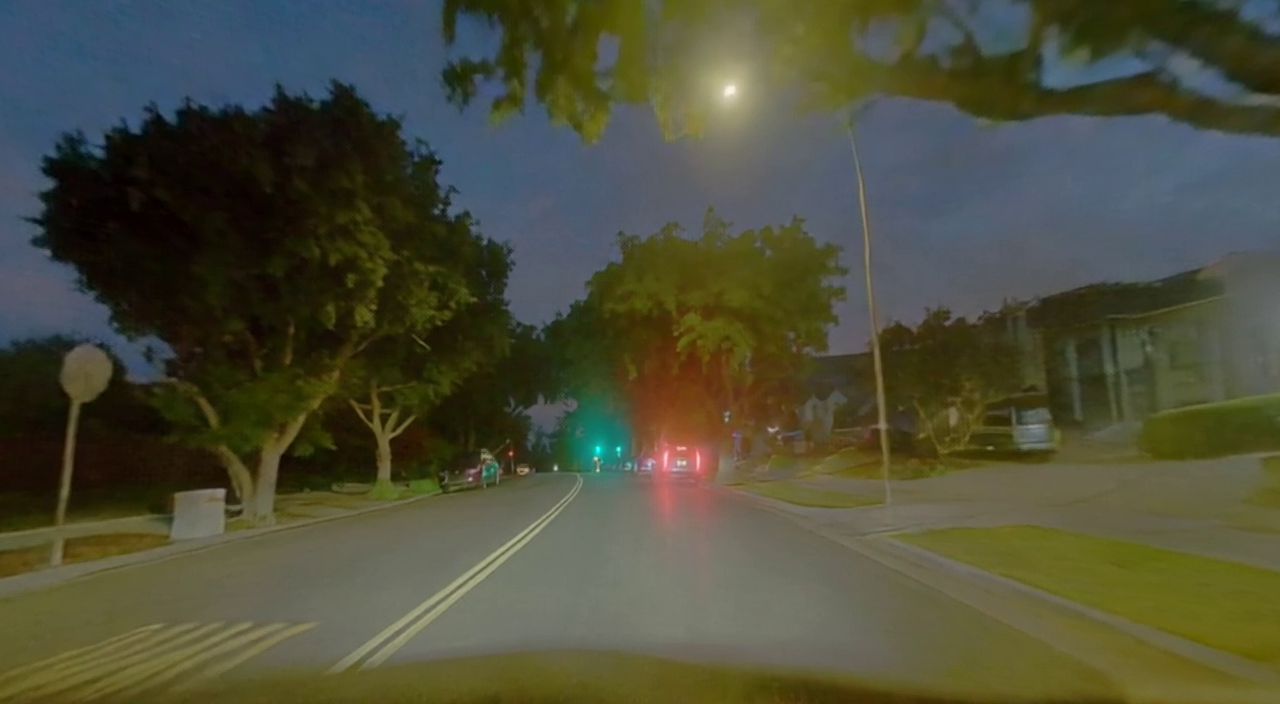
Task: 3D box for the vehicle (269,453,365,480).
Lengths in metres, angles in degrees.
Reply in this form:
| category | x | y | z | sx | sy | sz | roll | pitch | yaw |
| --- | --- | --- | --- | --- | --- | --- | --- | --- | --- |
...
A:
| category | x | y | z | sx | sy | sz | roll | pitch | yaw |
| --- | --- | --- | --- | --- | --- | --- | --- | --- | --- |
| vehicle | -17.998 | 6.383 | 35.261 | 4.527 | 1.466 | 1.880 | -2 | -9 | 12 |

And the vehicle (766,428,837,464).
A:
| category | x | y | z | sx | sy | sz | roll | pitch | yaw |
| --- | --- | --- | --- | --- | --- | --- | --- | --- | --- |
| vehicle | 9.241 | 5.330 | 35.869 | 2.100 | 1.857 | 4.611 | -7 | -11 | 38 |

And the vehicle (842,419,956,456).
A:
| category | x | y | z | sx | sy | sz | roll | pitch | yaw |
| --- | --- | --- | --- | --- | --- | --- | --- | --- | --- |
| vehicle | 12.057 | 4.063 | 29.734 | 4.639 | 1.634 | 2.005 | -2 | -9 | 12 |

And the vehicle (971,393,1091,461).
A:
| category | x | y | z | sx | sy | sz | roll | pitch | yaw |
| --- | --- | --- | --- | --- | --- | --- | --- | --- | --- |
| vehicle | 11.663 | 2.395 | 19.209 | 1.880 | 1.626 | 4.495 | -2 | -12 | 16 |

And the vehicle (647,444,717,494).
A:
| category | x | y | z | sx | sy | sz | roll | pitch | yaw |
| --- | --- | --- | --- | --- | --- | --- | --- | --- | --- |
| vehicle | 1.609 | 4.780 | 26.176 | 2.229 | 1.826 | 4.611 | 0 | -9 | -4 |

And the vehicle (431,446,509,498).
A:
| category | x | y | z | sx | sy | sz | roll | pitch | yaw |
| --- | --- | --- | --- | --- | --- | --- | --- | --- | --- |
| vehicle | -6.647 | 4.674 | 25.218 | 2.155 | 1.729 | 4.799 | -1 | -8 | -5 |
